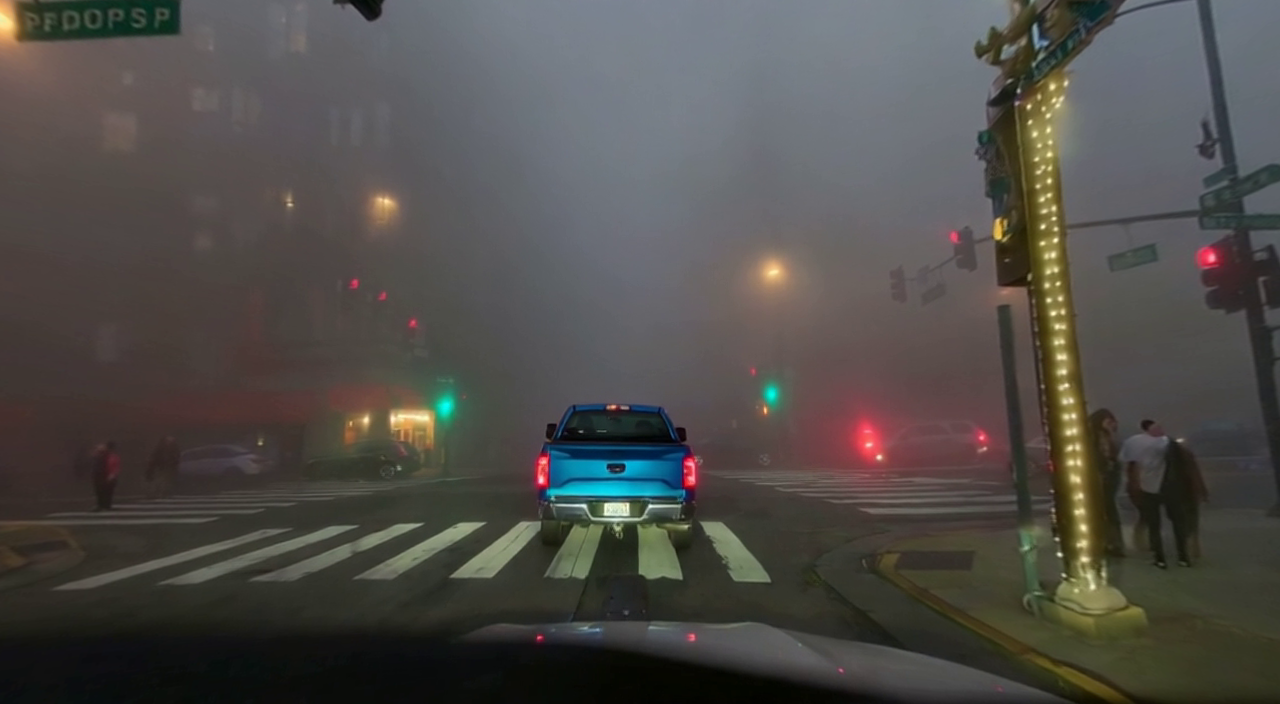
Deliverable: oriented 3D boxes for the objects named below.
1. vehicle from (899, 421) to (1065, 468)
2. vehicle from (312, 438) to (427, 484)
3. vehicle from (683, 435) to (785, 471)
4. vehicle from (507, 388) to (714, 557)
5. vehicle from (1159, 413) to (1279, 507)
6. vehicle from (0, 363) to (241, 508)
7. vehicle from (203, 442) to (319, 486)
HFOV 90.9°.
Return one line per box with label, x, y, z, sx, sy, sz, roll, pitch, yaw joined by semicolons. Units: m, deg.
vehicle;11.634;3.176;21.668;4.600;1.506;1.878;0;-8;-2
vehicle;-13.205;5.312;30.967;4.799;1.909;2.011;-3;-7;2
vehicle;4.299;4.691;29.420;4.515;1.583;1.920;-1;-8;3
vehicle;-0.511;1.856;10.441;2.477;2.020;5.534;0;-8;-4
vehicle;13.049;1.995;12.085;4.082;1.613;2.211;-3;-12;0
vehicle;-22.088;2.907;22.061;13.729;4.662;3.300;0;-8;0
vehicle;-18.599;5.500;31.091;4.398;2.057;1.959;0;-8;-2
